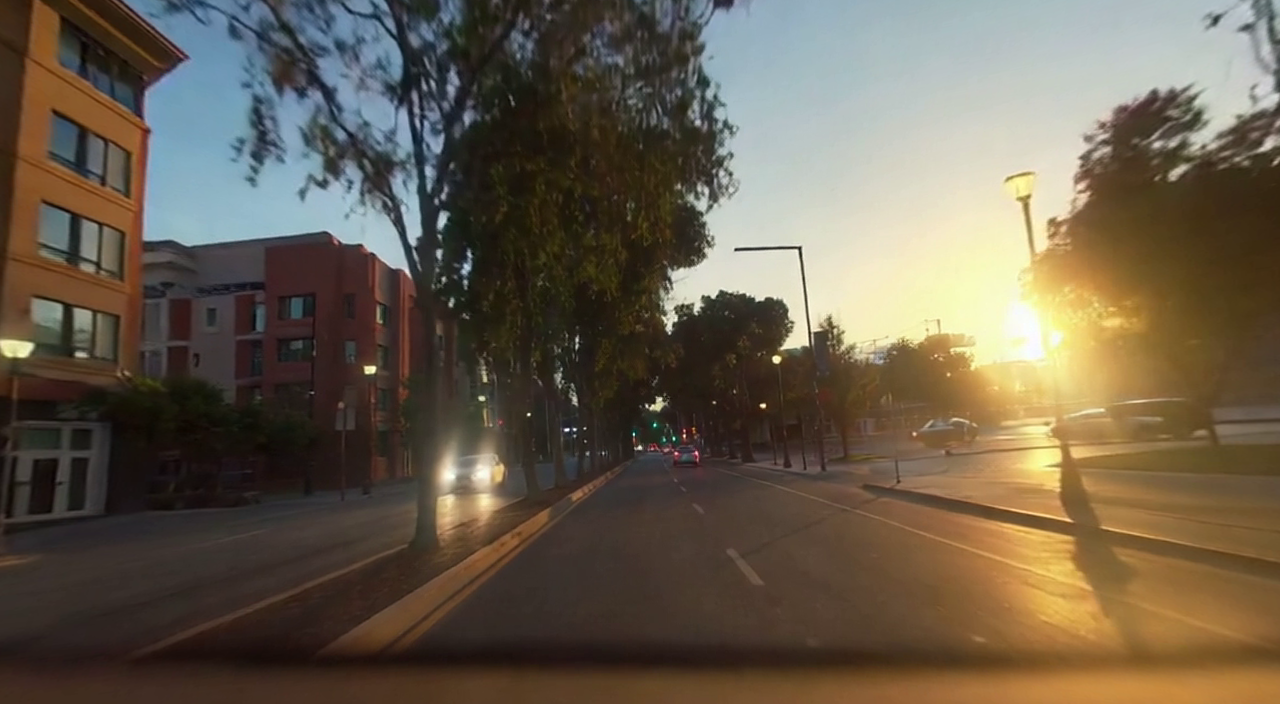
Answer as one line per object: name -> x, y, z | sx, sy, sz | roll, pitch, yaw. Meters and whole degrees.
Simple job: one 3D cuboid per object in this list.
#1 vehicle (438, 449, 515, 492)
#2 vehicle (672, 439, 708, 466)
vehicle -> -7.033, 5.132, 27.672 | 2.031, 1.723, 4.566 | 0, -9, 1
vehicle -> 3.309, 6.799, 42.574 | 2.129, 1.719, 4.205 | 0, -9, 0
